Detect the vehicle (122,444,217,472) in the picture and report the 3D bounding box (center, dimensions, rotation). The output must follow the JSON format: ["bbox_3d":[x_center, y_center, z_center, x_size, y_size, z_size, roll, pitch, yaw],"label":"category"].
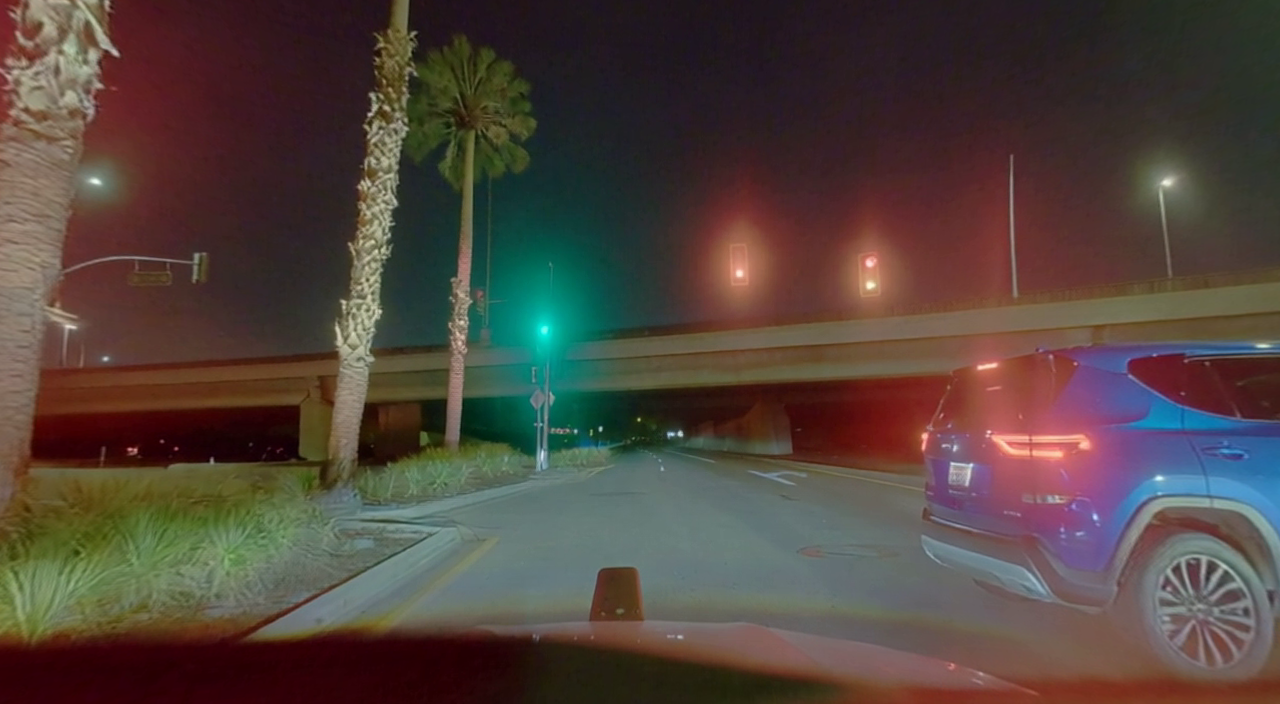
[{"bbox_3d":[-26.573,5.983,35.768,1.830,1.443,4.551,0,-9,1],"label":"vehicle"}]

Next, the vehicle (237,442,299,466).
[{"bbox_3d":[-26.287,7.193,44.613,1.941,1.631,4.017,0,-9,0],"label":"vehicle"}]

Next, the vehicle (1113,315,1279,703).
[{"bbox_3d":[3.445,0.508,0.774,2.028,1.770,4.737,0,-9,0],"label":"vehicle"}]
